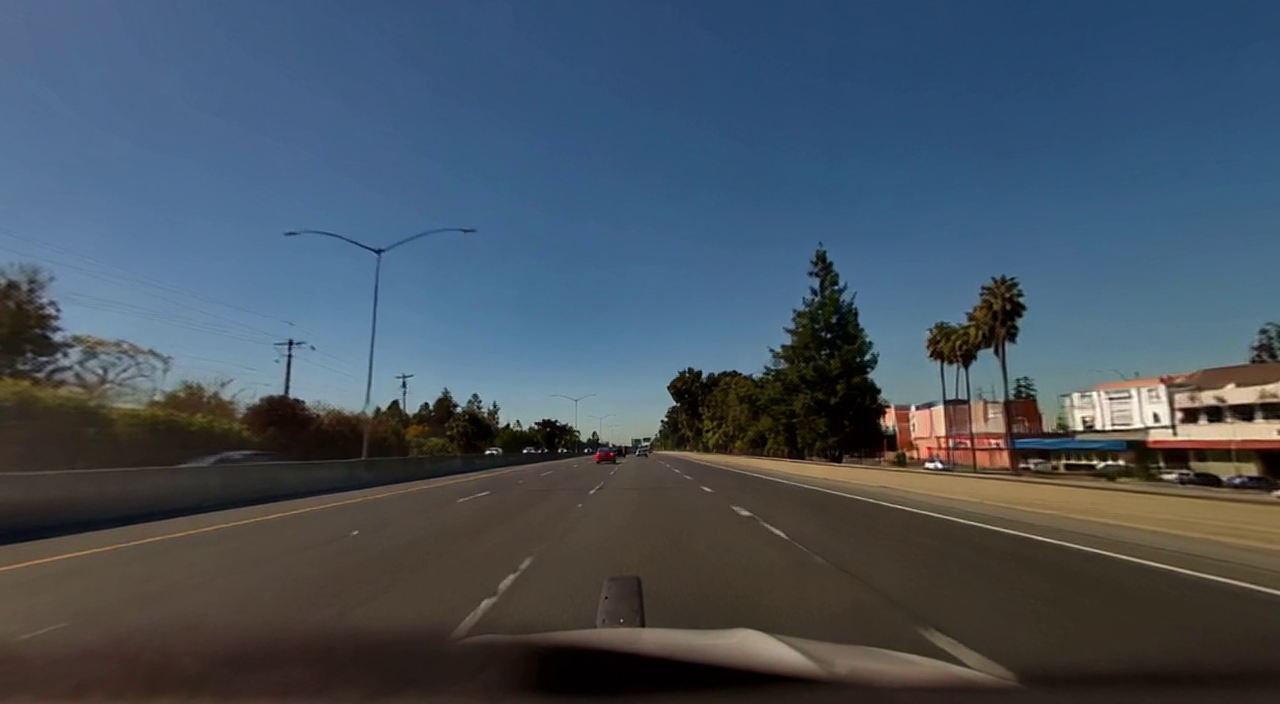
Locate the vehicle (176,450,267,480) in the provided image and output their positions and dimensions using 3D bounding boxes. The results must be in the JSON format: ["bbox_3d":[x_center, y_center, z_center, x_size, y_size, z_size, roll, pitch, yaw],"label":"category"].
[{"bbox_3d":[-23.803,6.405,36.065,1.886,1.545,4.772,0,-9,0],"label":"vehicle"}]
